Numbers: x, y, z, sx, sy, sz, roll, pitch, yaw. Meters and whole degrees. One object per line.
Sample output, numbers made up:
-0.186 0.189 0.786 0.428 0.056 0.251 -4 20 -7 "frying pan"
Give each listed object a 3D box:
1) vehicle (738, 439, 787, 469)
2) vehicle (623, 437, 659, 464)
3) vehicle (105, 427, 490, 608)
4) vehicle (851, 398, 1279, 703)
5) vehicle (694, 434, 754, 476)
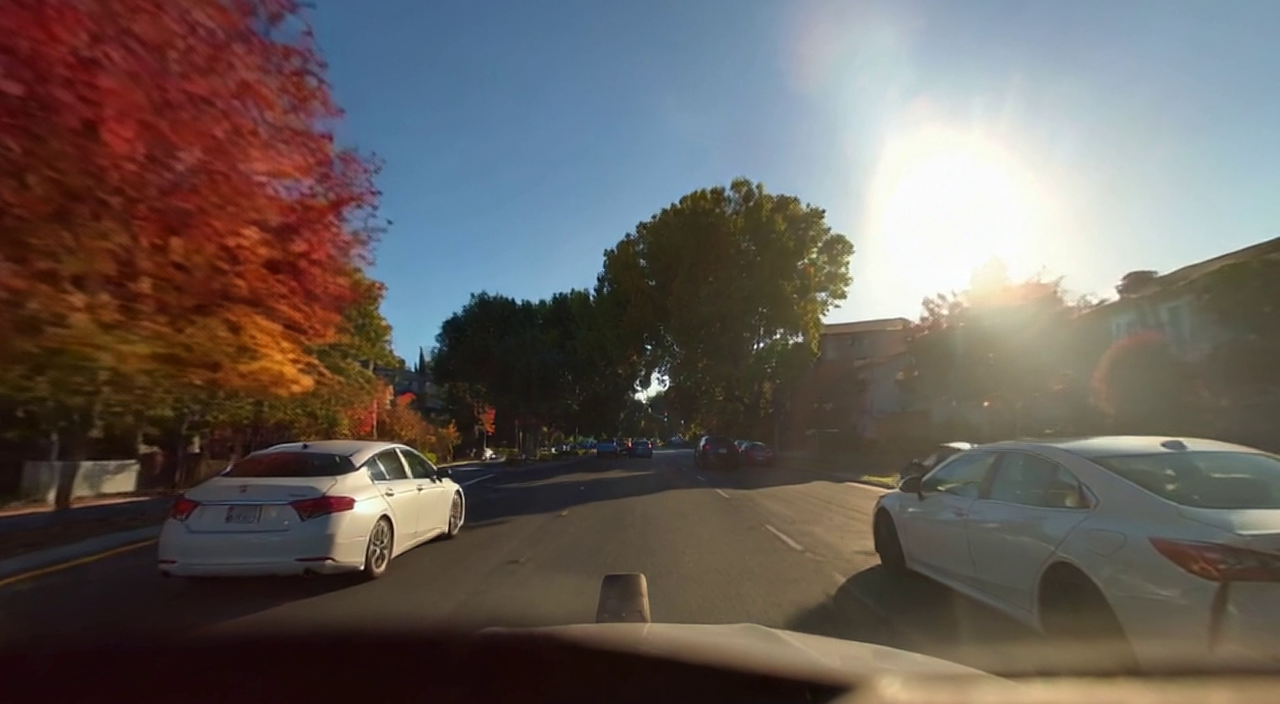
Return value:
7.138 5.968 37.048 1.933 1.647 4.487 0 -8 -1 "vehicle"
0.068 6.565 41.978 2.293 1.662 4.262 0 -8 1 "vehicle"
-3.398 1.706 7.545 1.997 1.479 4.547 0 -8 1 "vehicle"
3.298 1.226 4.463 2.060 1.474 4.475 0 -8 0 "vehicle"
3.610 4.543 27.858 2.019 1.675 4.488 0 -8 0 "vehicle"
